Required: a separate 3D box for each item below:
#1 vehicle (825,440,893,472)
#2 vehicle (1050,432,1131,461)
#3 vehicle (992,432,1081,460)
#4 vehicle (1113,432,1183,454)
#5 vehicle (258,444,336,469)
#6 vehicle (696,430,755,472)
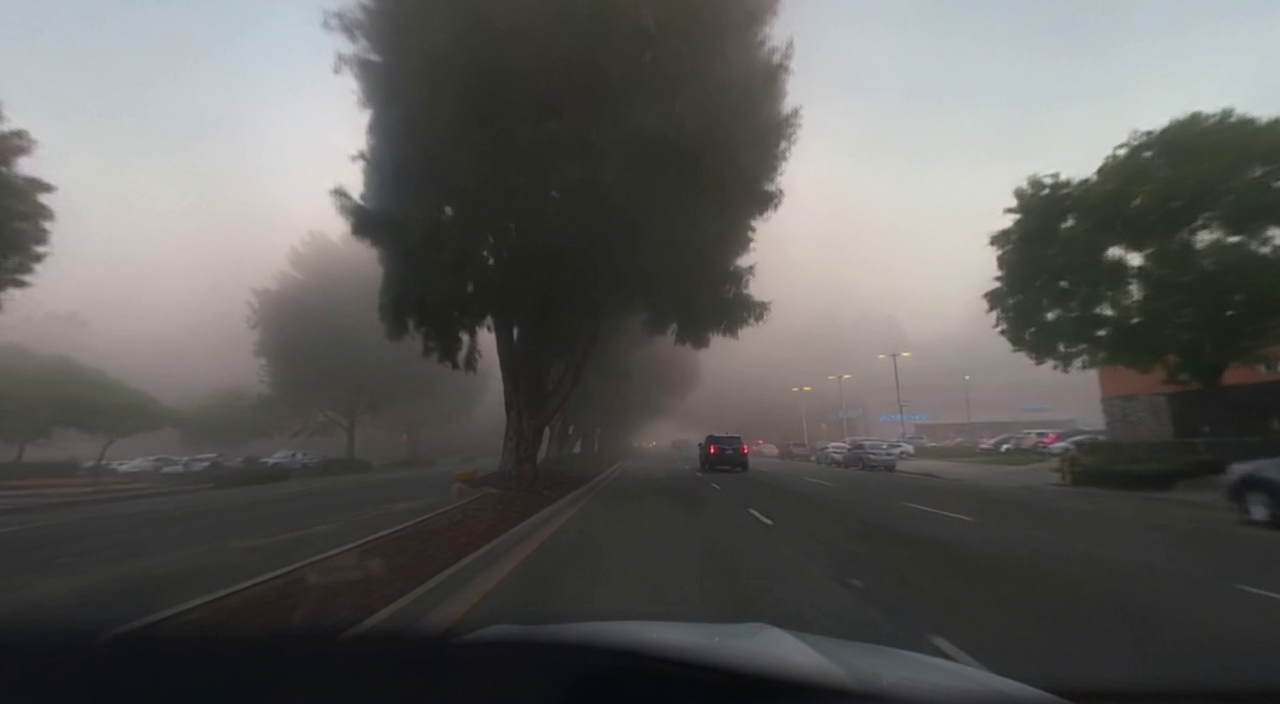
[{"bbox_3d":[11.070,5.283,32.220,1.842,1.474,4.456,0,-8,0],"label":"vehicle"},{"bbox_3d":[26.046,5.431,36.586,1.868,1.500,3.853,-1,-7,1],"label":"vehicle"},{"bbox_3d":[23.202,5.553,37.147,1.926,1.503,4.994,0,-8,-1],"label":"vehicle"},{"bbox_3d":[32.964,5.924,41.025,1.563,1.393,3.573,0,-8,0],"label":"vehicle"},{"bbox_3d":[-26.806,8.176,49.374,4.874,1.859,2.019,0,-8,-2],"label":"vehicle"},{"bbox_3d":[4.038,4.795,30.695,2.183,1.845,4.482,0,-8,-1],"label":"vehicle"}]
